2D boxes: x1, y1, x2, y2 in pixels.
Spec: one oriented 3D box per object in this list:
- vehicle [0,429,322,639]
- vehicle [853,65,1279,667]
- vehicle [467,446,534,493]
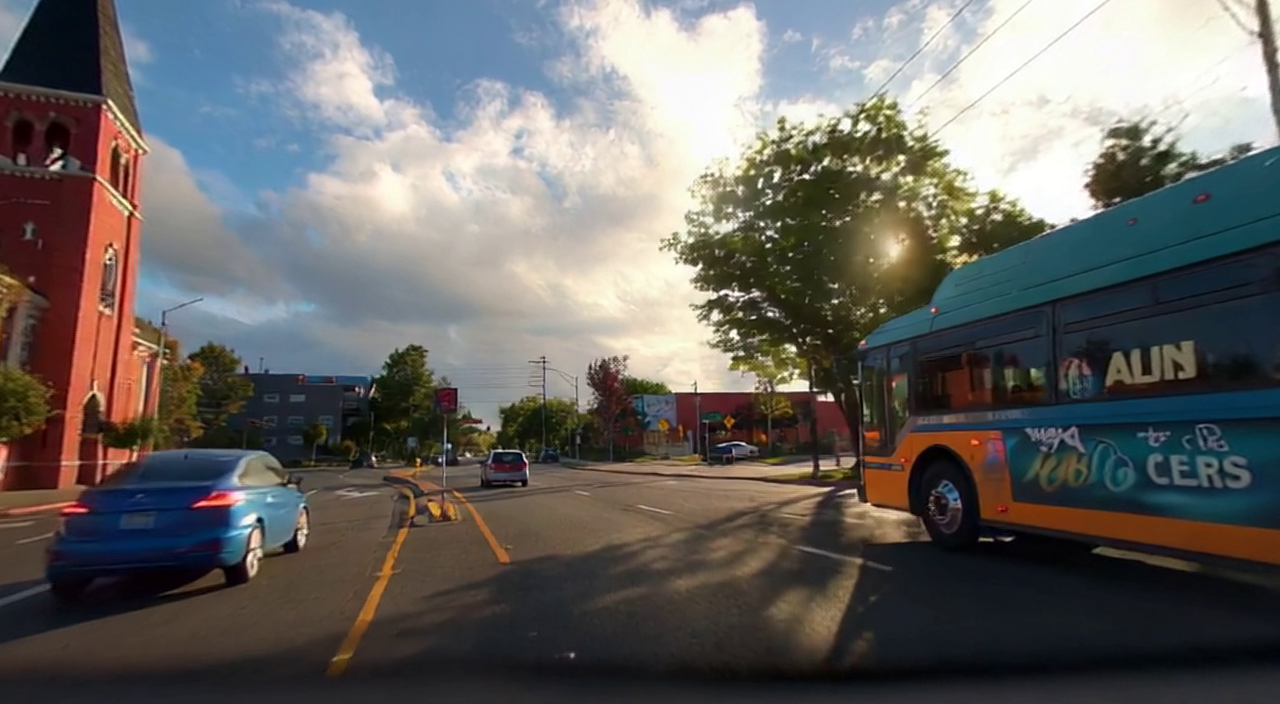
[{"bbox_3d":[-5.164,1.765,7.173,2.060,1.624,4.179,2,-9,-18],"label":"vehicle"},{"bbox_3d":[5.187,-0.050,2.878,3.028,3.353,12.630,0,-9,-5],"label":"vehicle"},{"bbox_3d":[-5.552,4.550,24.777,2.032,1.621,4.082,2,-9,-20],"label":"vehicle"}]
